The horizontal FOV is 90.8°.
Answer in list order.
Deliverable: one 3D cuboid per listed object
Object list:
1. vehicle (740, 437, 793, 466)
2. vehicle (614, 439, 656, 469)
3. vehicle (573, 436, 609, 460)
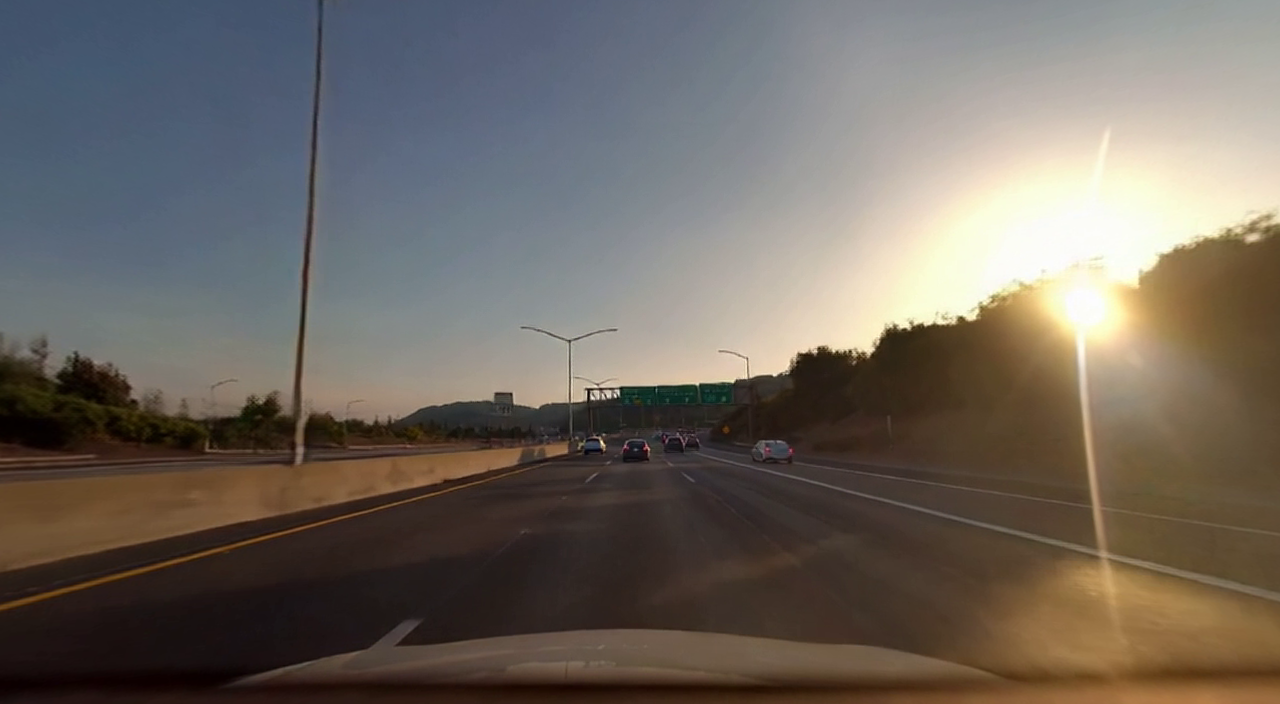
[{"bbox_3d":[6.949,5.534,35.141,1.935,1.478,4.433,0,-9,-1],"label":"vehicle"},{"bbox_3d":[-0.282,5.221,32.512,1.985,1.457,4.227,0,-9,-1],"label":"vehicle"},{"bbox_3d":[-3.418,6.854,45.133,2.123,1.661,4.601,0,-9,1],"label":"vehicle"}]
